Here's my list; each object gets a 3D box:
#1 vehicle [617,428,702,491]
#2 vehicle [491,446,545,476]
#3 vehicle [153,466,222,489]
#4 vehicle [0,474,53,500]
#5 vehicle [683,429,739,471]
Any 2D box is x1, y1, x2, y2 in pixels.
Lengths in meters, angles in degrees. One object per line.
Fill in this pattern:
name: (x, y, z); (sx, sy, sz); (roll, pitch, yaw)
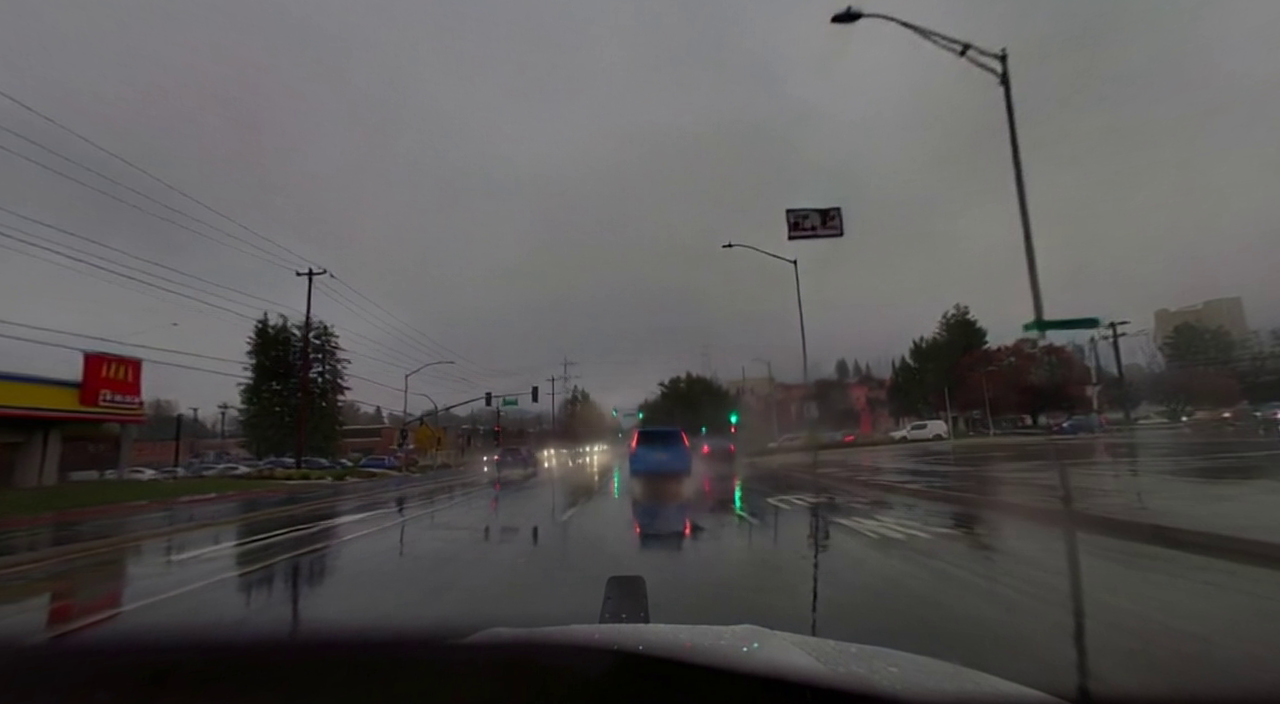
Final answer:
vehicle: (0.555, 3.554, 21.267); (2.513, 1.854, 5.235); (0, -8, -1)
vehicle: (-6.542, 5.875, 34.332); (1.966, 1.461, 4.422); (0, -8, 1)
vehicle: (-33.306, 9.239, 46.442); (4.542, 1.475, 1.903); (-4, -9, 22)
vehicle: (-41.026, 8.721, 40.714); (1.792, 1.450, 4.553); (0, -8, 2)
vehicle: (3.910, 5.576, 36.102); (2.452, 2.148, 5.877); (0, -8, -1)
